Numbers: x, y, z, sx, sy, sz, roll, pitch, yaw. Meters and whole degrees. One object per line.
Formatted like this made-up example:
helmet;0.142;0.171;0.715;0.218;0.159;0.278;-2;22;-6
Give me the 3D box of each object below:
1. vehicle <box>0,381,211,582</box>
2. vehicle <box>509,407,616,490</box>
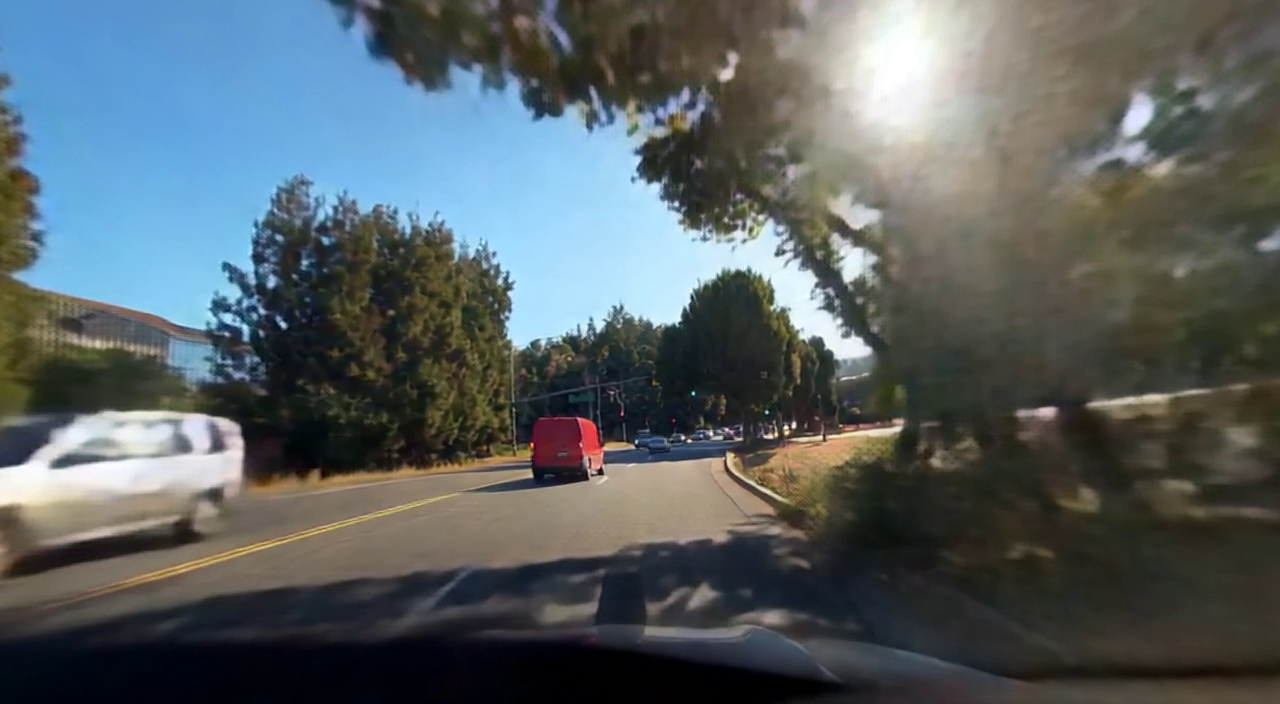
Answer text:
vehicle;-6.365;1.144;5.491;1.968;1.674;4.451;-2;-9;2
vehicle;-2.155;2.939;19.332;2.362;2.185;5.212;0;-8;3
